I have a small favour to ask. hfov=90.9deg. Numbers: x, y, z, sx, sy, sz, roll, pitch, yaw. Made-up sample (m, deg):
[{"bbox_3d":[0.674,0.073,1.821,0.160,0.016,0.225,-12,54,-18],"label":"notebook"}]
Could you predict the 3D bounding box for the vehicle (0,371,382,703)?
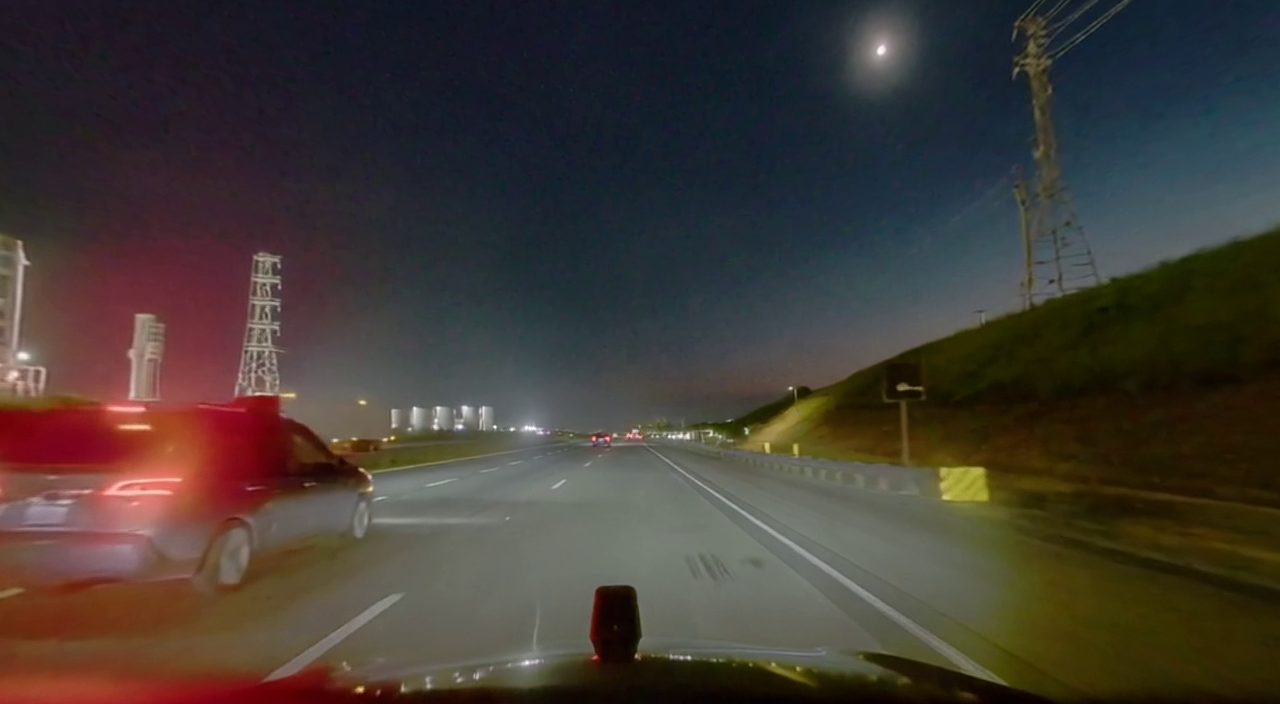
[{"bbox_3d":[-3.977,1.172,5.116,2.023,1.621,4.174,0,-8,-1],"label":"vehicle"}]
